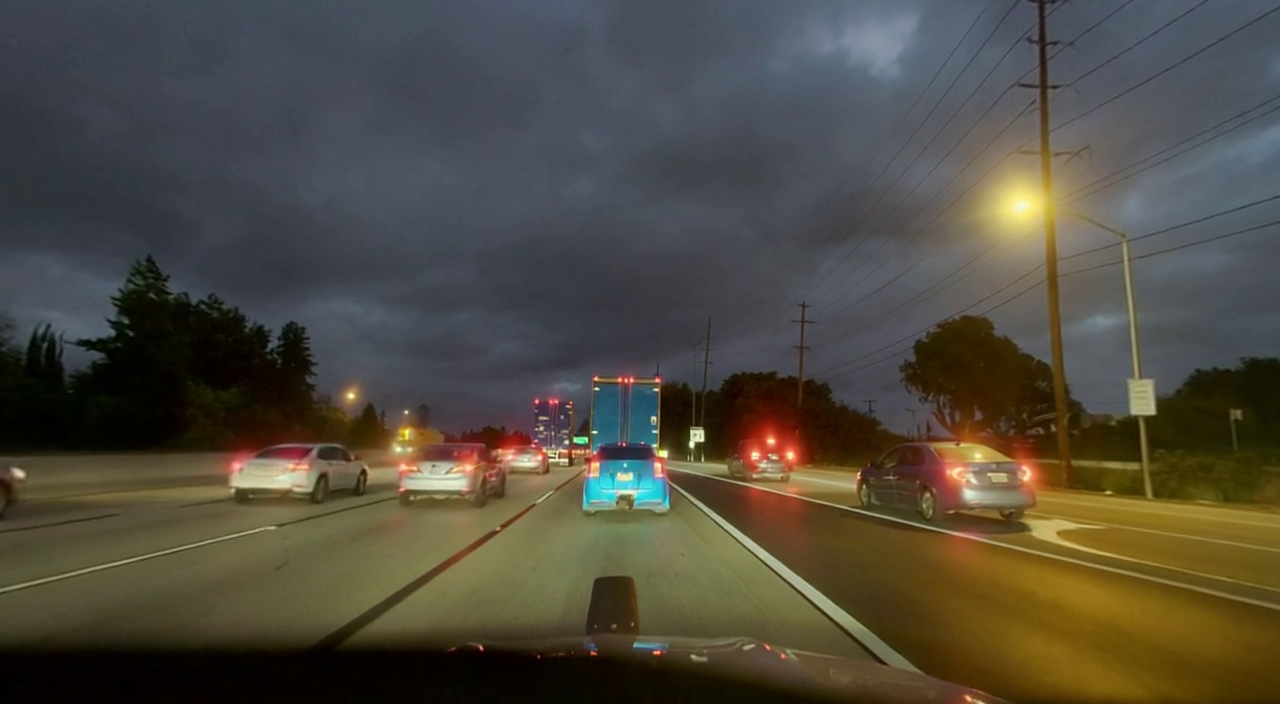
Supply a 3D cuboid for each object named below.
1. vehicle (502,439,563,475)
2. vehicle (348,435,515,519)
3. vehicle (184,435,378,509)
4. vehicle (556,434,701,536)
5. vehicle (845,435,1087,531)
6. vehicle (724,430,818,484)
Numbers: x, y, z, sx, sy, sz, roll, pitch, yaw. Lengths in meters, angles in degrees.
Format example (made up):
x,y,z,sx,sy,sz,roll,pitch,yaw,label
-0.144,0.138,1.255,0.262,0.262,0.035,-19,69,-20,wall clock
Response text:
x,y,z,sx,sy,sz,roll,pitch,yaw,label
-4.723,4.718,28.553,2.090,1.463,4.968,0,-9,-2,vehicle
-4.182,2.593,13.747,1.960,1.450,5.246,0,-9,-1,vehicle
-8.261,2.792,15.211,1.988,1.472,4.852,0,-9,-3,vehicle
-0.282,2.242,11.255,2.112,1.463,4.012,0,-9,-3,vehicle
5.581,2.276,11.571,1.878,1.406,4.164,1,-9,-6,vehicle
4.375,3.588,21.743,2.023,1.676,4.002,1,-9,-6,vehicle
